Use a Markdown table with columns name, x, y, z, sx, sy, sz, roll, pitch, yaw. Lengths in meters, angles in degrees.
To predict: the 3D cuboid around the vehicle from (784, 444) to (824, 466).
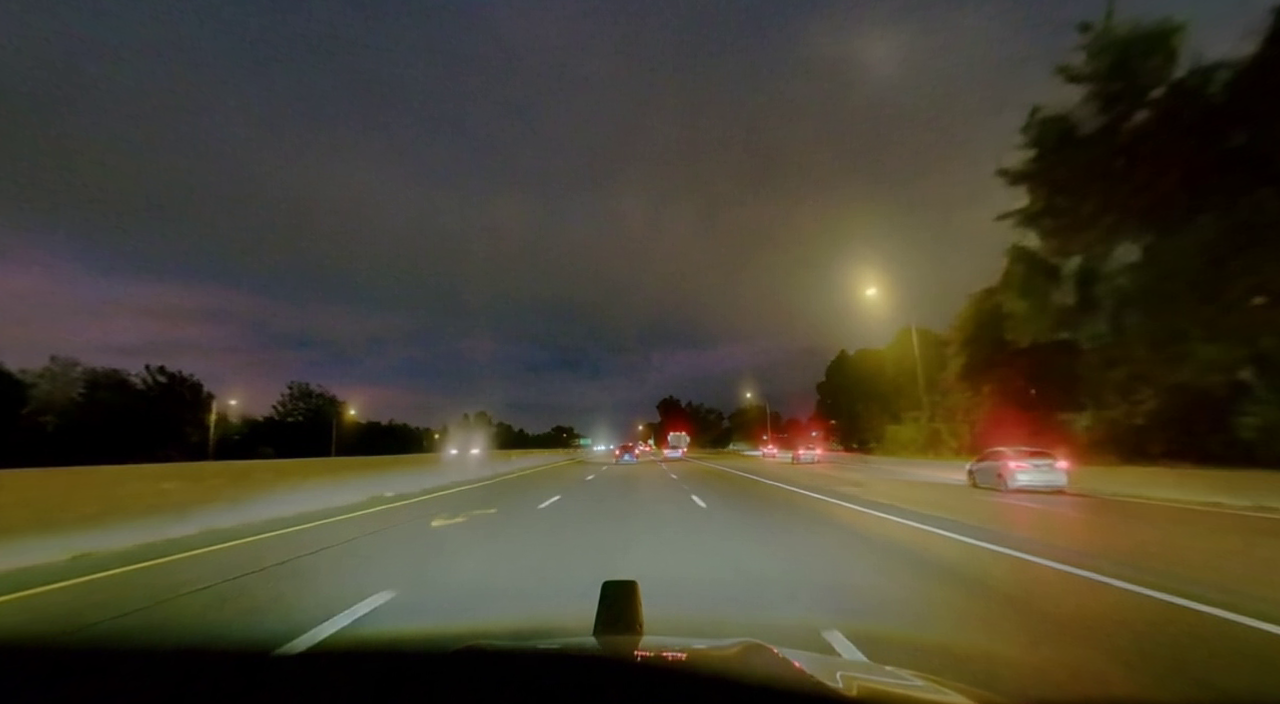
| name | x | y | z | sx | sy | sz | roll | pitch | yaw |
| --- | --- | --- | --- | --- | --- | --- | --- | --- | --- |
| vehicle | 12.199 | 7.648 | 47.242 | 1.867 | 1.563 | 4.436 | 0 | -8 | 2 |

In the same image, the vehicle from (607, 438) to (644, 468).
| name | x | y | z | sx | sy | sz | roll | pitch | yaw |
| --- | --- | --- | --- | --- | --- | --- | --- | --- | --- |
| vehicle | -0.863 | 6.166 | 38.820 | 2.121 | 1.739 | 4.087 | 0 | -8 | 0 |

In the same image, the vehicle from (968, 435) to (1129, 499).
| name | x | y | z | sx | sy | sz | roll | pitch | yaw |
| --- | --- | --- | --- | --- | --- | --- | --- | --- | --- |
| vehicle | 12.076 | 3.407 | 19.114 | 1.912 | 1.673 | 4.438 | 0 | -8 | 1 |
